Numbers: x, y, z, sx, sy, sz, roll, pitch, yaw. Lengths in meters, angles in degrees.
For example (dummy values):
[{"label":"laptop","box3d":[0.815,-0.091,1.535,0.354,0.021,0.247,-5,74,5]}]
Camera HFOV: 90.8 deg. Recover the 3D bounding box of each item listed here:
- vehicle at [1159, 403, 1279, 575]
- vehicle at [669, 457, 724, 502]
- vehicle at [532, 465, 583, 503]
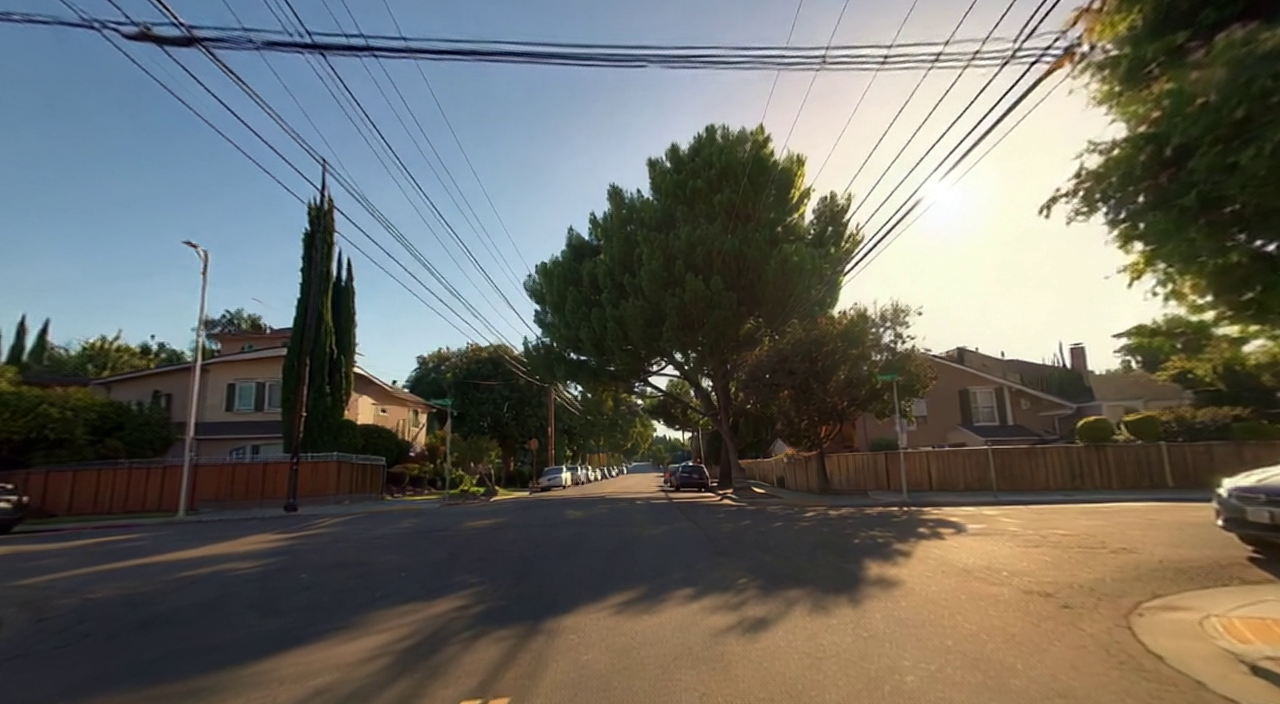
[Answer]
[{"label":"vehicle","box3d":[9.695,1.623,7.610,4.677,1.949,2.334,-1,-8,3]},{"label":"vehicle","box3d":[2.582,5.981,30.086,2.051,1.874,4.459,0,-8,-2]},{"label":"vehicle","box3d":[-4.309,6.951,33.636,2.189,1.771,4.571,0,-10,-1]}]
